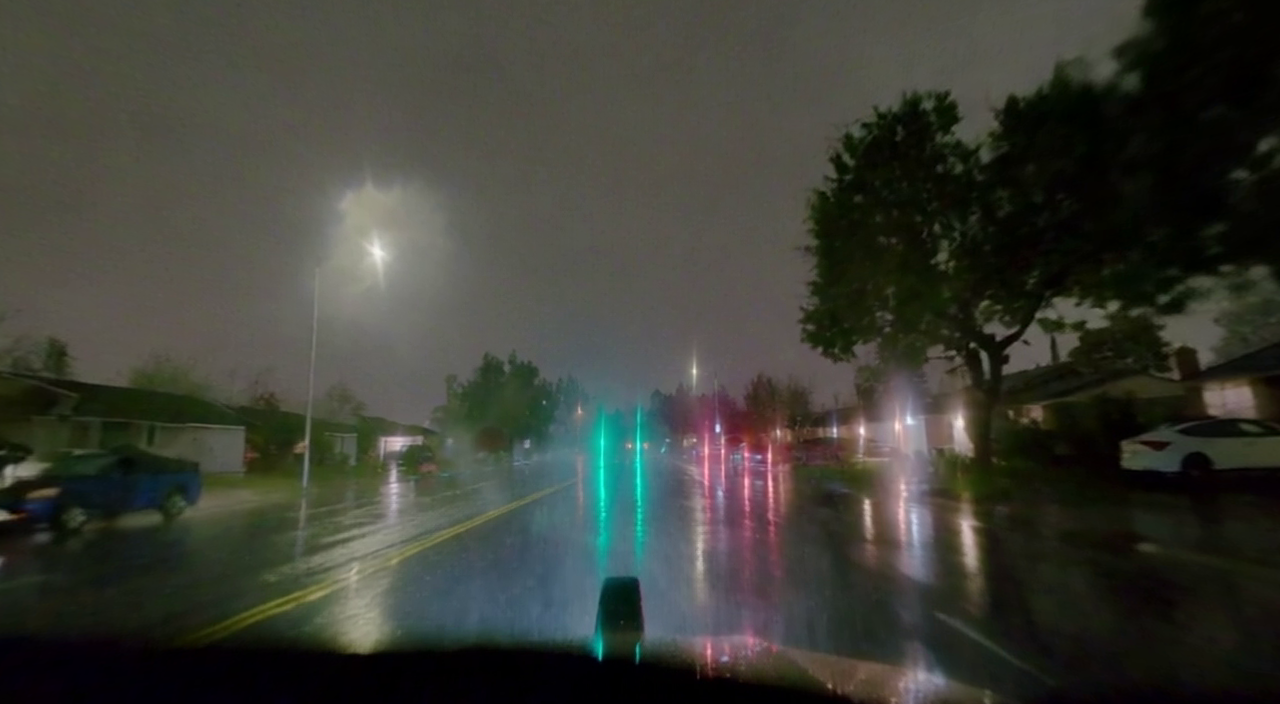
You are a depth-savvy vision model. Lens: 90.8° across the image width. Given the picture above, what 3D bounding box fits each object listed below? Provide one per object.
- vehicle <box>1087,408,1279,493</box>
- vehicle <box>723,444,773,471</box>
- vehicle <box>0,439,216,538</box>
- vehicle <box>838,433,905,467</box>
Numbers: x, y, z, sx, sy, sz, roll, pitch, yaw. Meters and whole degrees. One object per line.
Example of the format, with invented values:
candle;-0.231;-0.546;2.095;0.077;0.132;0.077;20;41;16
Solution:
vehicle;14.031;2.346;15.181;4.763;1.816;2.227;-2;-9;2
vehicle;6.532;6.444;38.744;2.042;1.511;5.029;0;-8;-2
vehicle;-11.372;2.789;13.286;2.020;1.691;4.308;-2;-10;-2
vehicle;13.367;5.721;36.832;1.978;1.738;4.734;-2;-9;-1
